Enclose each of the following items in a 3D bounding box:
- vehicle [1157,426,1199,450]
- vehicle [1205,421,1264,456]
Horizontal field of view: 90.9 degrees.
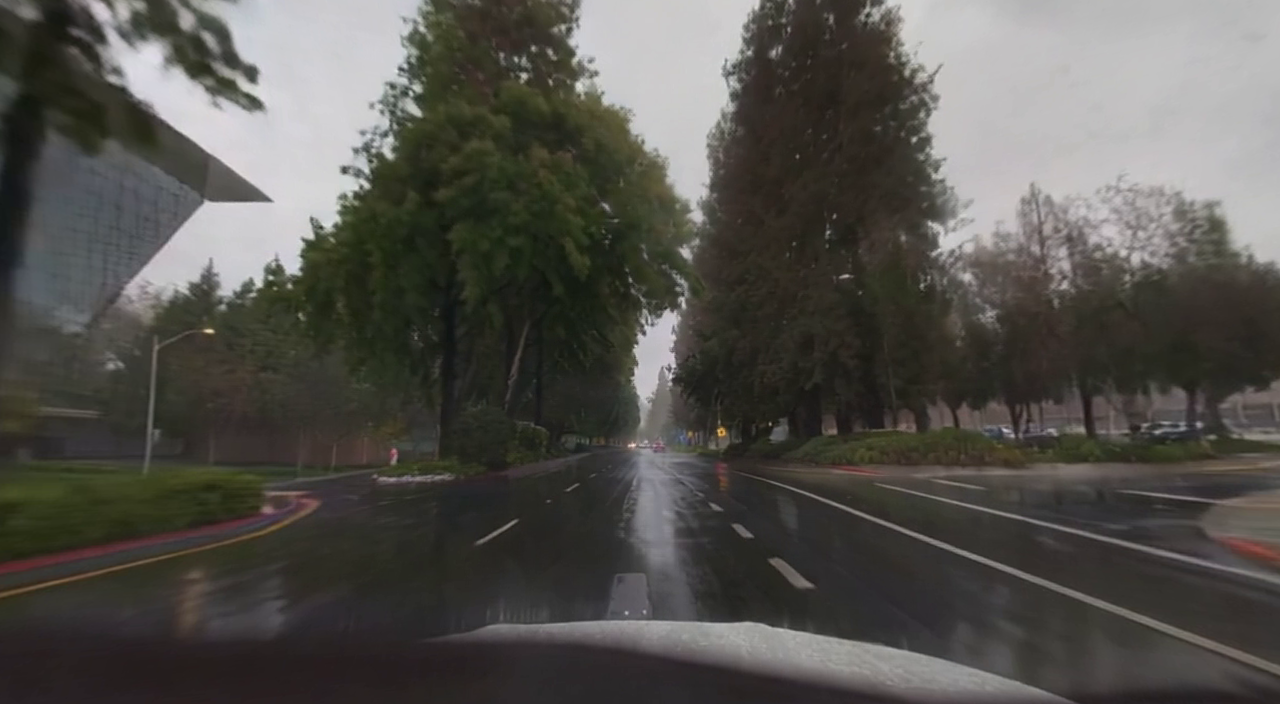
[{"bbox_3d":[35.246,5.644,41.324,1.828,1.443,3.905,-7,-10,38],"label":"vehicle"},{"bbox_3d":[32.228,4.775,34.256,1.856,1.730,4.156,-9,-13,38],"label":"vehicle"}]
